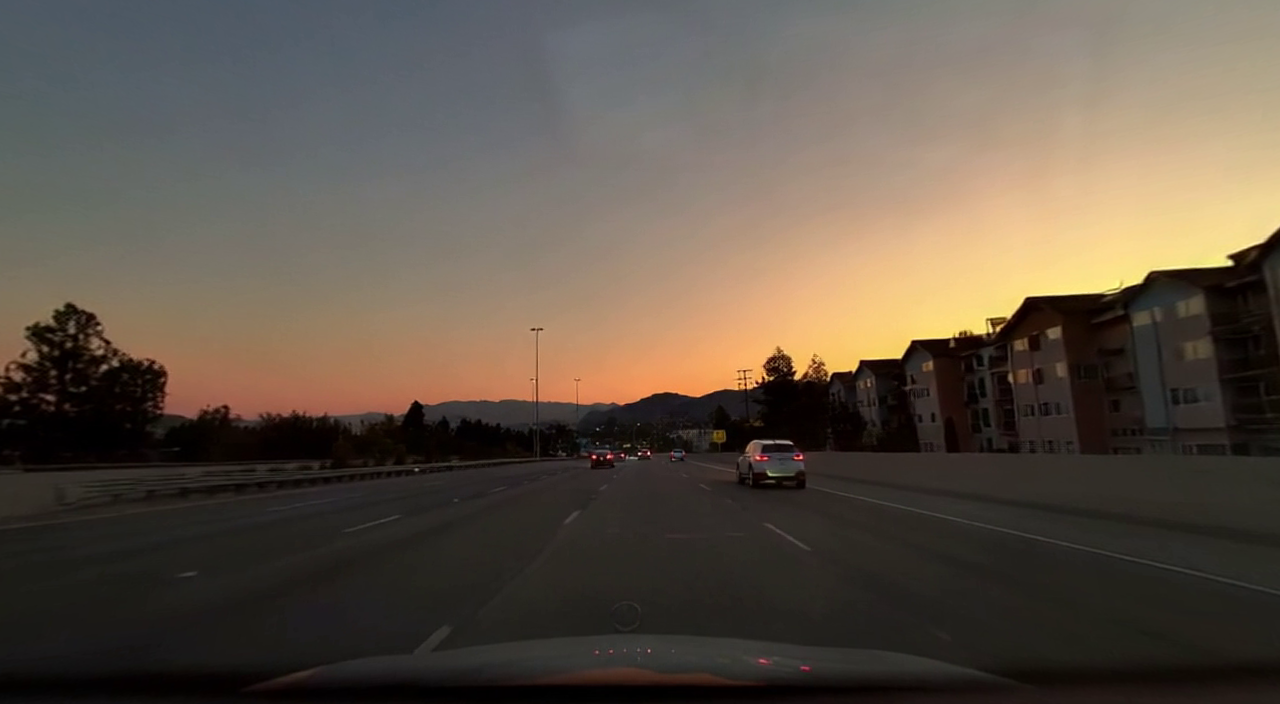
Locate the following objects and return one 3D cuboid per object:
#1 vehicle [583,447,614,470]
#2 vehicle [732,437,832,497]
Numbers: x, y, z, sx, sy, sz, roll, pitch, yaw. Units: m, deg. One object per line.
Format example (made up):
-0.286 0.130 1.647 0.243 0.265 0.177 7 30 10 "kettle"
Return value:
-3.166 8.240 49.000 2.075 1.721 4.763 0 -9 1 "vehicle"
4.535 3.744 20.938 2.170 1.733 4.631 0 -9 -1 "vehicle"
